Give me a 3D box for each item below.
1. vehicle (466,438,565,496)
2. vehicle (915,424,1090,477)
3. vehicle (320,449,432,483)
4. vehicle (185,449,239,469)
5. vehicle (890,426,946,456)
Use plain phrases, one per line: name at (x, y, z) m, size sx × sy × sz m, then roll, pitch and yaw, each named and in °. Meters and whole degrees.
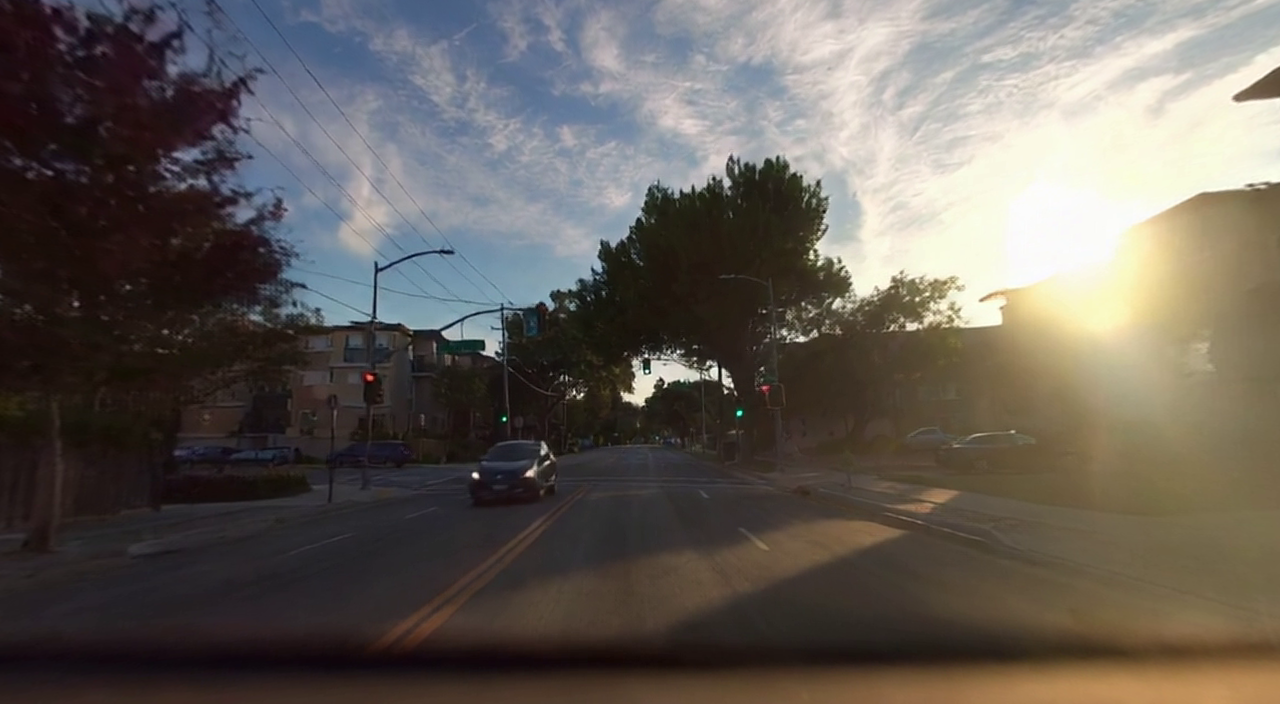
vehicle at (-3.546, 3.370, 18.883) m, size 2.015 × 1.508 × 4.353 m, roll 0°, pitch -9°, yaw 1°
vehicle at (12.748, 3.491, 22.457) m, size 4.908 × 1.521 × 2.108 m, roll -2°, pitch -9°, yaw -5°
vehicle at (-11.705, 5.064, 28.136) m, size 4.135 × 1.424 × 1.945 m, roll -1°, pitch -9°, yaw 8°
vehicle at (-32.983, 8.259, 48.810) m, size 1.649 × 1.428 × 3.898 m, roll 1°, pitch -9°, yaw -5°
vehicle at (17.096, 5.515, 39.100) m, size 2.013 × 1.722 × 4.007 m, roll -2°, pitch -9°, yaw 7°
